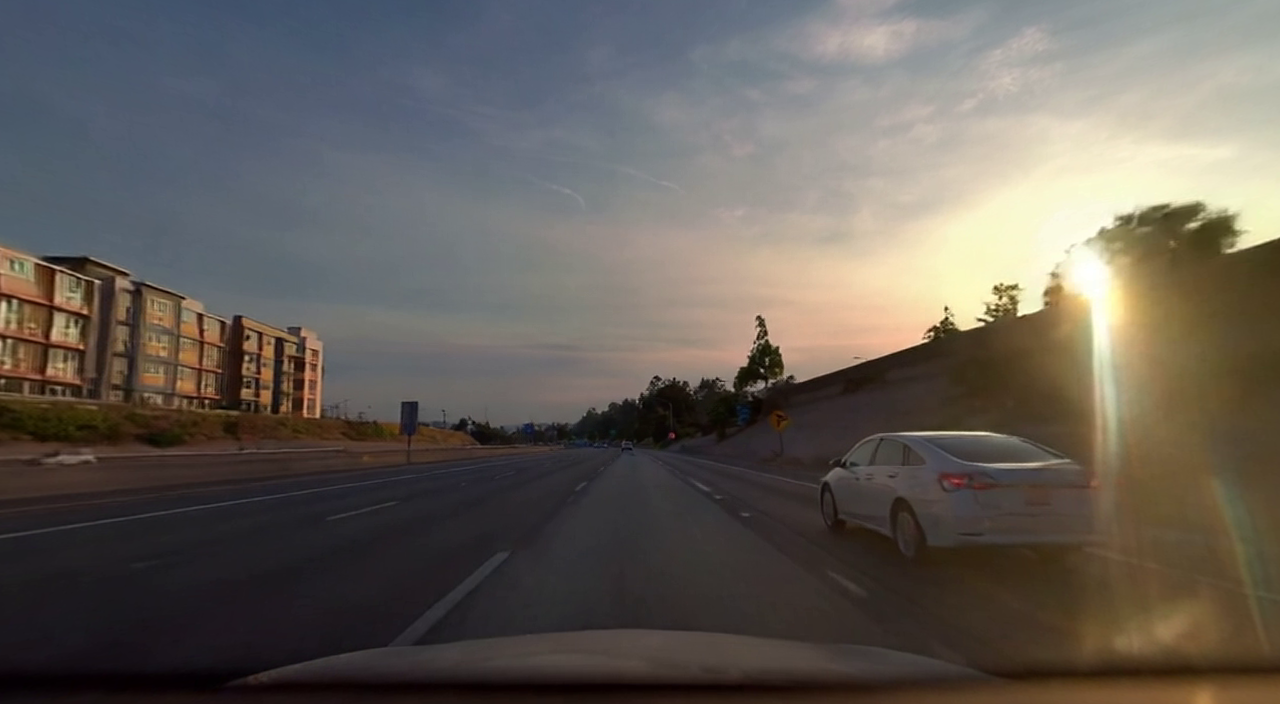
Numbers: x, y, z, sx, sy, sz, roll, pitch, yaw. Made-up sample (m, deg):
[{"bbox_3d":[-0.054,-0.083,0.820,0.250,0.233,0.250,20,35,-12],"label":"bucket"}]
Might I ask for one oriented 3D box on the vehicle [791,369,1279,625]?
[{"bbox_3d":[3.464,1.372,6.959,2.212,1.753,5.064,0,-8,-2],"label":"vehicle"}]
